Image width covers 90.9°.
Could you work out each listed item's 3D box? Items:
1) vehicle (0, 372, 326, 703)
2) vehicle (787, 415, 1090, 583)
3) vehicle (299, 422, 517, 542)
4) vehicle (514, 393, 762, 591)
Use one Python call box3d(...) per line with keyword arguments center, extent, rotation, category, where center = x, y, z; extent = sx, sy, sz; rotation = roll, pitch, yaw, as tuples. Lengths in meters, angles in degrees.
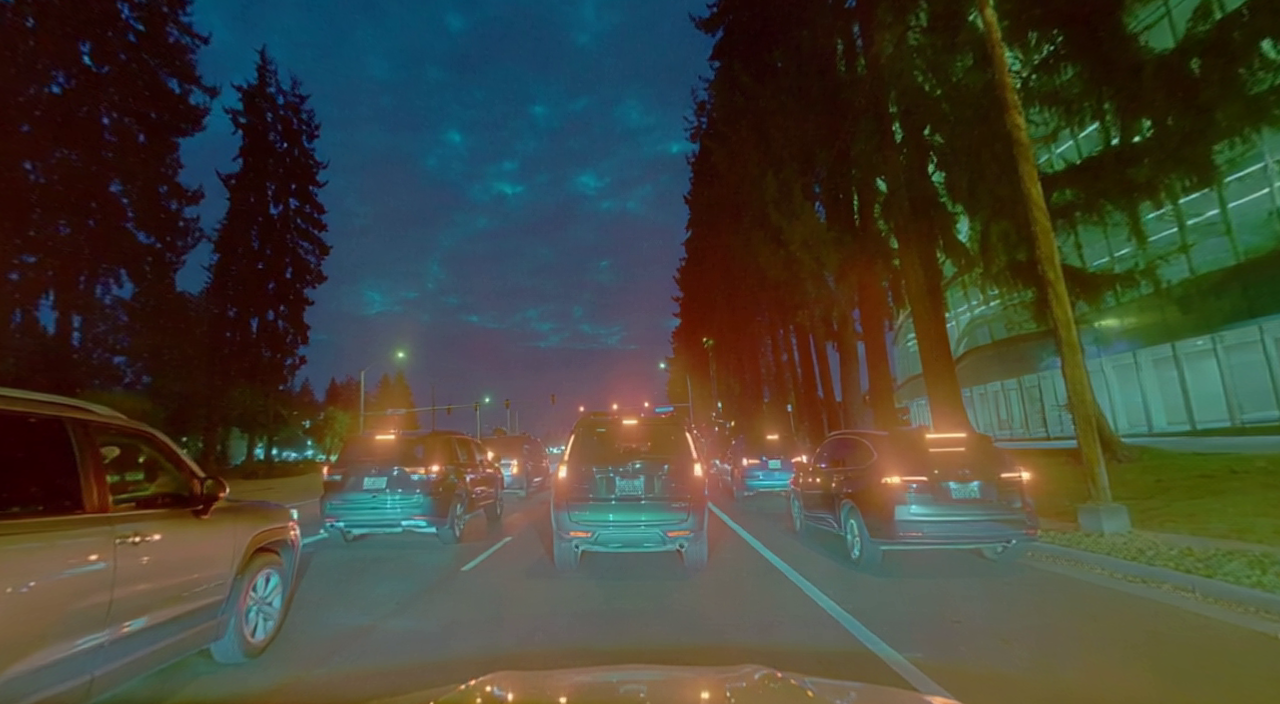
box3d(center=(-3.774, 0.998, 3.322), extent=(1.929, 1.641, 4.193), rotation=(0, -8, 2), category="vehicle")
box3d(center=(3.273, 1.672, 7.877), extent=(1.922, 1.579, 3.642), rotation=(0, -8, -1), category="vehicle")
box3d(center=(-3.644, 2.120, 10.941), extent=(2.042, 1.641, 4.314), rotation=(0, -8, 1), category="vehicle")
box3d(center=(0.004, 1.539, 7.689), extent=(2.193, 1.744, 4.033), rotation=(0, -8, 1), category="vehicle")
